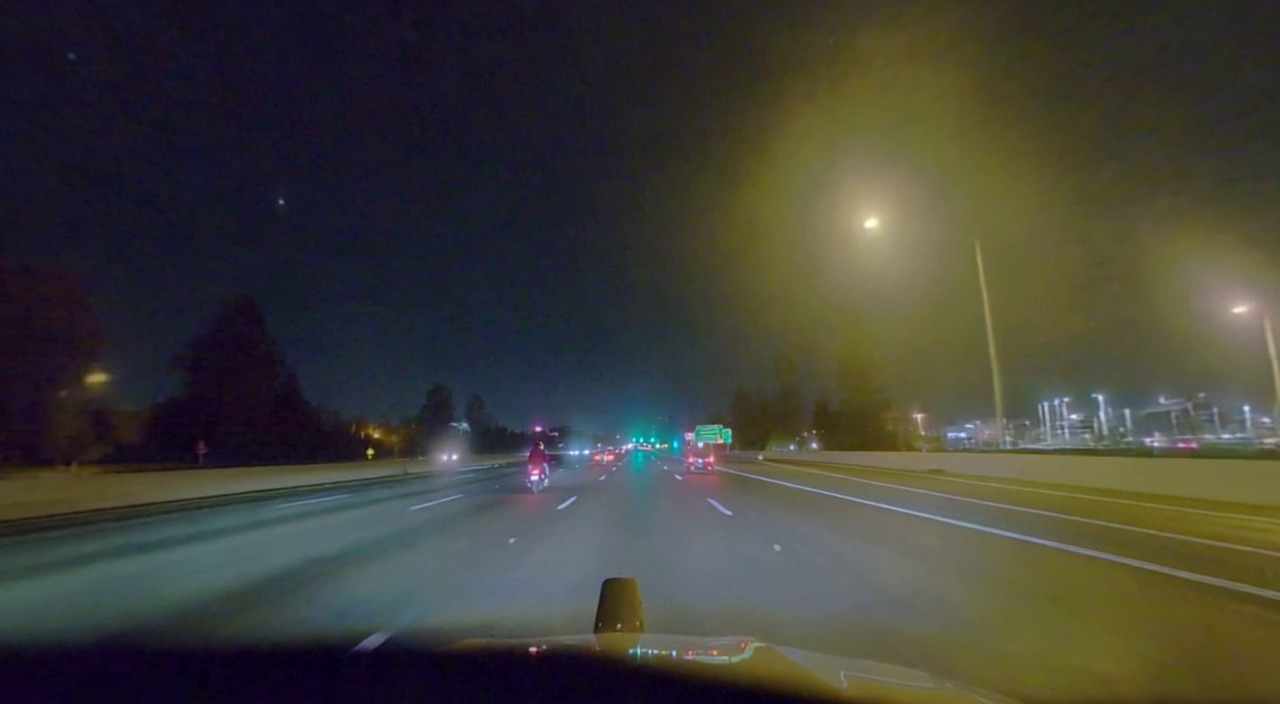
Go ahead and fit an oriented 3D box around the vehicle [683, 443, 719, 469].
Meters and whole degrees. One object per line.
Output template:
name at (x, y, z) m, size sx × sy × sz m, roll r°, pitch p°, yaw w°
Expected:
vehicle at (4.177, 7.206, 43.663) m, size 2.047 × 1.662 × 4.243 m, roll 0°, pitch -9°, yaw -1°
